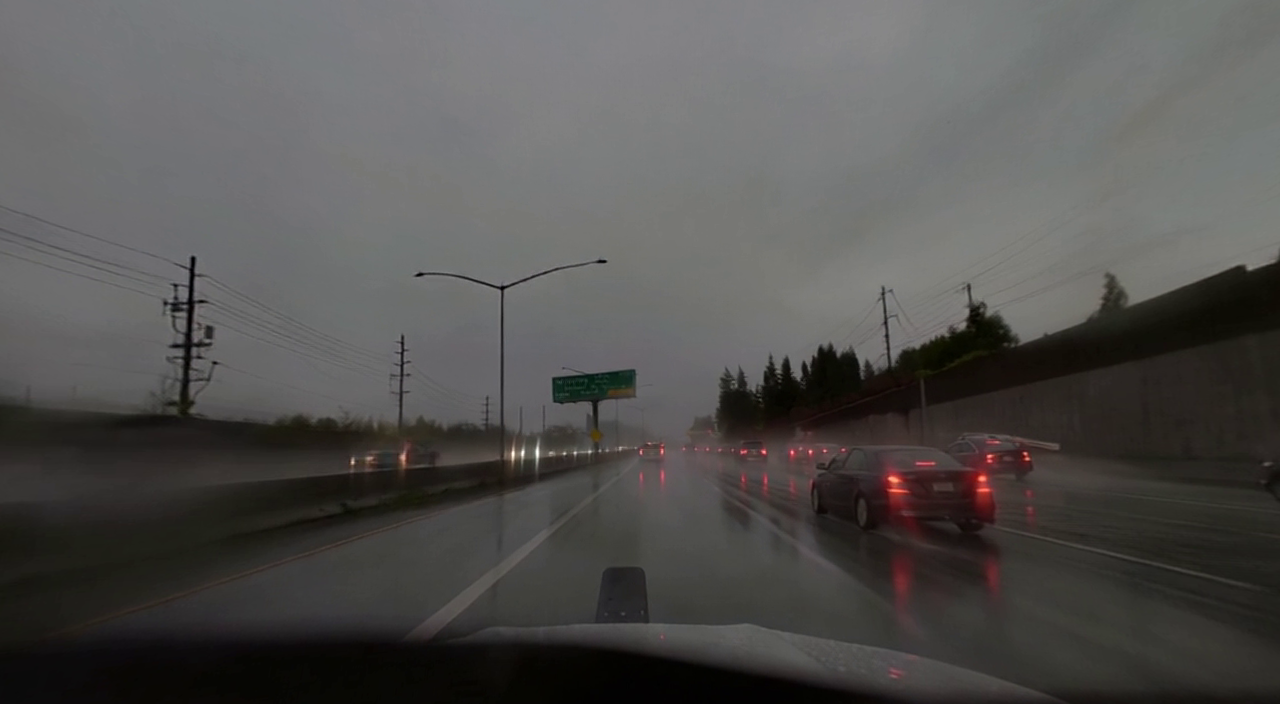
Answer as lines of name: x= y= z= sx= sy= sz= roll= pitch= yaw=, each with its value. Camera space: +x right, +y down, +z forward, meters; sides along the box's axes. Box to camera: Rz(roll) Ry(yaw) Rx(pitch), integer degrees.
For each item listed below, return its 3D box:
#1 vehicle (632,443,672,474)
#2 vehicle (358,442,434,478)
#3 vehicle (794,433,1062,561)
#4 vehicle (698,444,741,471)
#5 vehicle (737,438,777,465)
vehicle: x=0.655 y=5.813 z=34.727 sx=2.042 sy=1.581 sz=3.769 roll=0 pitch=-8 yaw=1
vehicle: x=-13.772 y=6.098 z=35.966 sx=2.080 sy=1.857 sz=5.305 roll=0 pitch=-8 yaw=2
vehicle: x=3.910 y=2.025 z=9.626 sx=1.986 sy=1.478 sz=4.429 roll=0 pitch=-8 yaw=0
vehicle: x=4.541 y=6.048 z=36.420 sx=1.936 sy=1.465 sz=4.060 roll=0 pitch=-8 yaw=0
vehicle: x=8.416 y=7.168 z=45.647 sx=2.041 sy=1.821 sz=4.562 roll=0 pitch=-8 yaw=0
